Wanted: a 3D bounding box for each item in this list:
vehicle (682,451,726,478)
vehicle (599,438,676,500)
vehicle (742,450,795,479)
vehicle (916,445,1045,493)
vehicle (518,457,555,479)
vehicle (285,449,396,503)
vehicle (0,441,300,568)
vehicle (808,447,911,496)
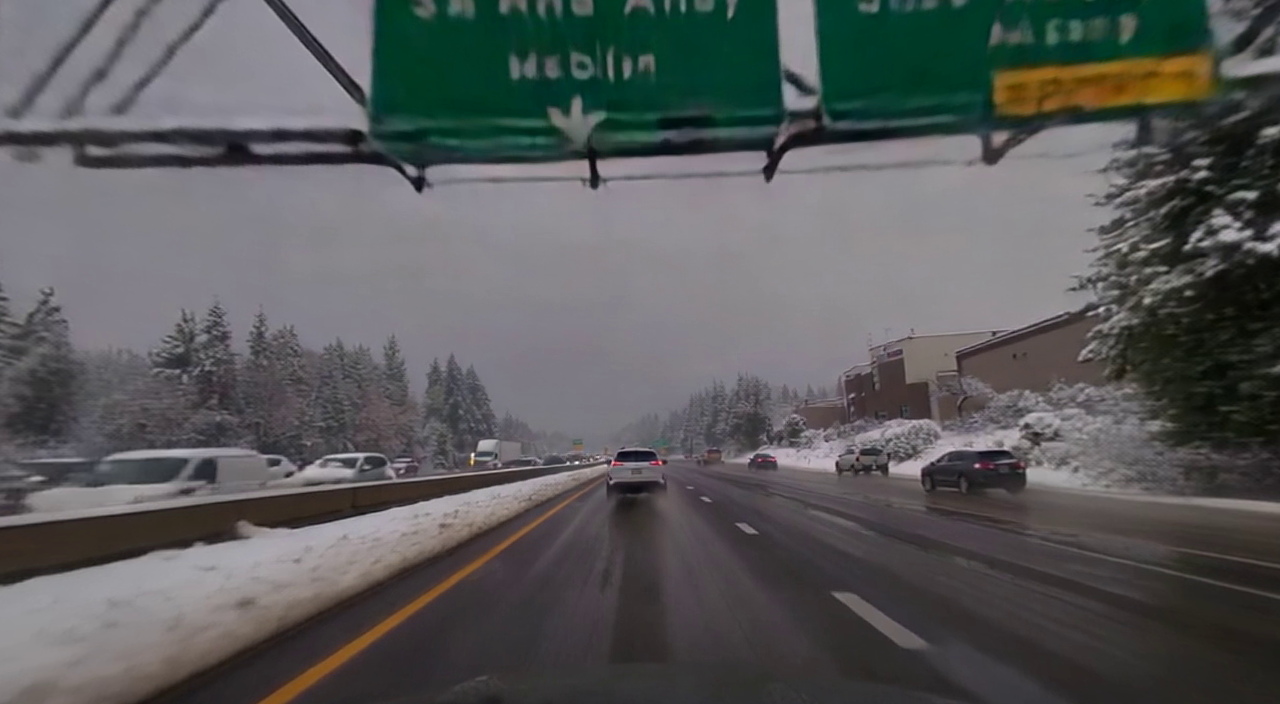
[{"bbox_3d":[3.773,6.665,37.730,2.115,1.481,3.968,0,-9,-1],"label":"vehicle"},{"bbox_3d":[-0.093,3.826,21.118,2.298,1.809,4.359,0,-9,0],"label":"vehicle"},{"bbox_3d":[7.106,6.245,35.373,1.934,1.461,4.368,0,-9,-2],"label":"vehicle"},{"bbox_3d":[11.583,3.978,21.902,1.901,1.485,4.483,0,-9,-1],"label":"vehicle"},{"bbox_3d":[-7.672,8.626,47.279,1.937,1.477,4.561,0,-9,2],"label":"vehicle"},{"bbox_3d":[-10.921,4.499,23.450,1.955,1.758,4.486,0,-9,-1],"label":"vehicle"},{"bbox_3d":[-7.879,2.297,10.410,2.004,1.596,4.520,0,-9,0],"label":"vehicle"},{"bbox_3d":[7.356,4.015,21.687,1.958,1.473,4.201,0,-9,-1],"label":"vehicle"}]
